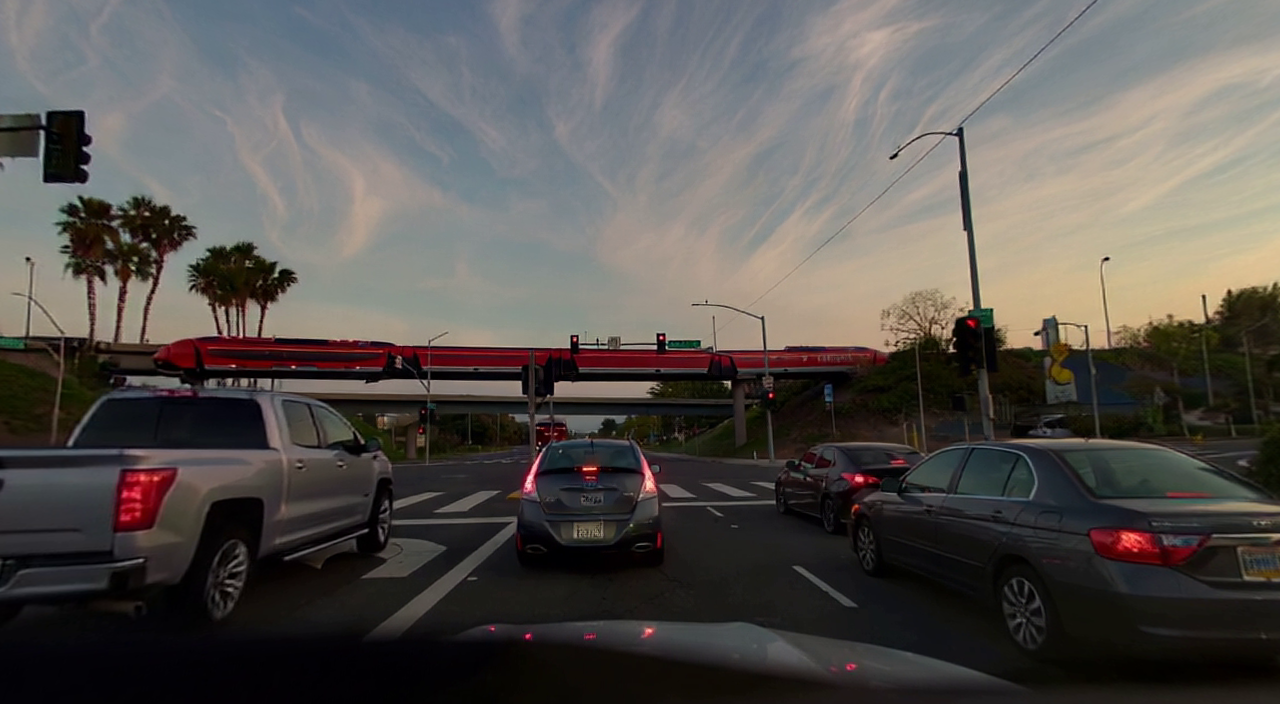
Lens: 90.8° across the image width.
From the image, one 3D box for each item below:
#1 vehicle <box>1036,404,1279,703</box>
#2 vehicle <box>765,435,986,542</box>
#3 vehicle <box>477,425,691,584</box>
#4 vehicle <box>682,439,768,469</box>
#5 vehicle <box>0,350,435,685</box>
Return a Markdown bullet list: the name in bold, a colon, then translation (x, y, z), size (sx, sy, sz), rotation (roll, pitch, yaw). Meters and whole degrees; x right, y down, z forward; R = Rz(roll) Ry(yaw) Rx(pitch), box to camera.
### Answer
- **vehicle**: translation (3.887, 0.891, 2.191), size (2.052, 1.496, 4.541), rotation (0, -9, 0)
- **vehicle**: translation (3.706, 2.225, 11.017), size (1.965, 1.448, 4.486), rotation (0, -9, -2)
- **vehicle**: translation (-0.636, 1.760, 8.136), size (2.035, 1.491, 4.090), rotation (0, -9, -3)
- **vehicle**: translation (4.198, 5.137, 31.969), size (1.878, 1.428, 4.416), rotation (5, -10, -32)
- **vehicle**: translation (-3.889, 1.303, 6.236), size (2.078, 1.838, 5.448), rotation (0, -9, -2)
